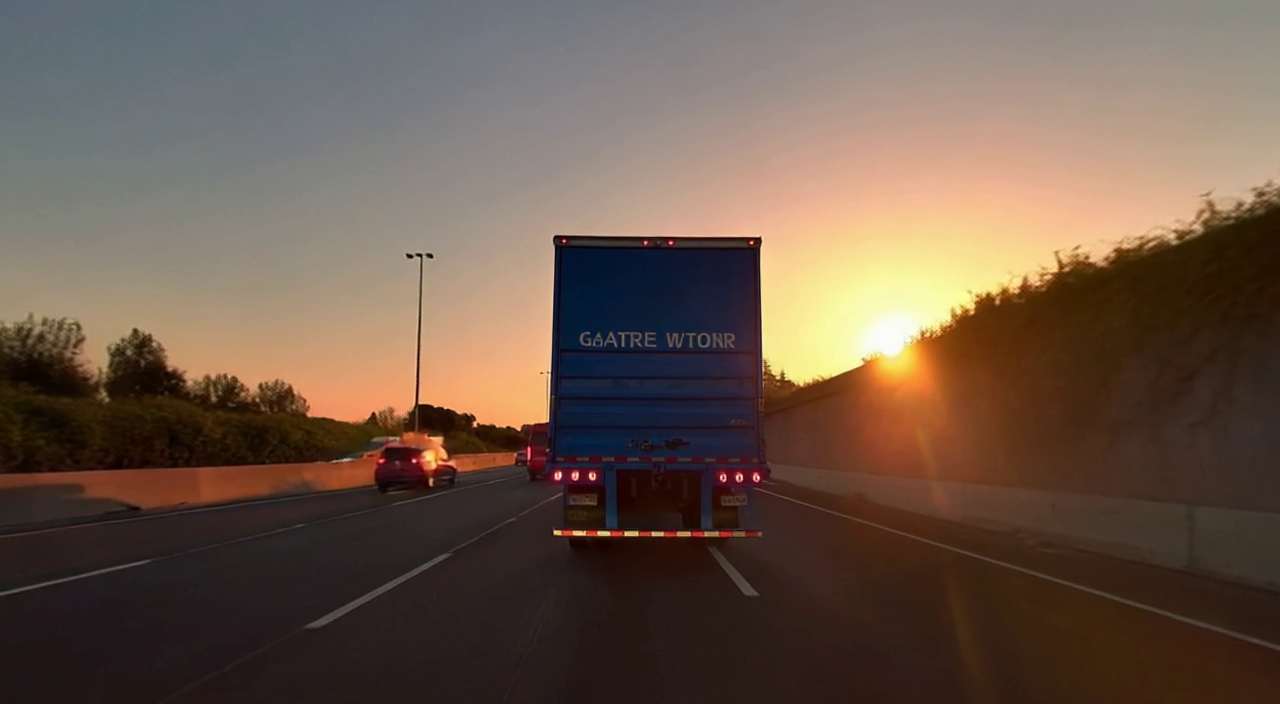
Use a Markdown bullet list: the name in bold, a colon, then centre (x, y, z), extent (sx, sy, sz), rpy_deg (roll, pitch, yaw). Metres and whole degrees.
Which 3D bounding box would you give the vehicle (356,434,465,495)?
- **vehicle**: centre (-8.534, 4.244, 24.090), extent (2.174, 2.059, 5.314), rpy_deg (0, -9, 0)

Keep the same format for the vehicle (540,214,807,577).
- **vehicle**: centre (0.482, 1.231, 12.287), extent (2.853, 4.054, 10.557), rpy_deg (0, -9, 1)

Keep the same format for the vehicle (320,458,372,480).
- **vehicle**: centre (-20.515, 8.172, 44.214), extent (1.851, 1.430, 3.604), rpy_deg (0, -9, 0)

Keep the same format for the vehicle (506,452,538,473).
- **vehicle**: centre (-8.658, 8.105, 46.449), extent (1.617, 1.465, 3.546), rpy_deg (0, -9, 1)
